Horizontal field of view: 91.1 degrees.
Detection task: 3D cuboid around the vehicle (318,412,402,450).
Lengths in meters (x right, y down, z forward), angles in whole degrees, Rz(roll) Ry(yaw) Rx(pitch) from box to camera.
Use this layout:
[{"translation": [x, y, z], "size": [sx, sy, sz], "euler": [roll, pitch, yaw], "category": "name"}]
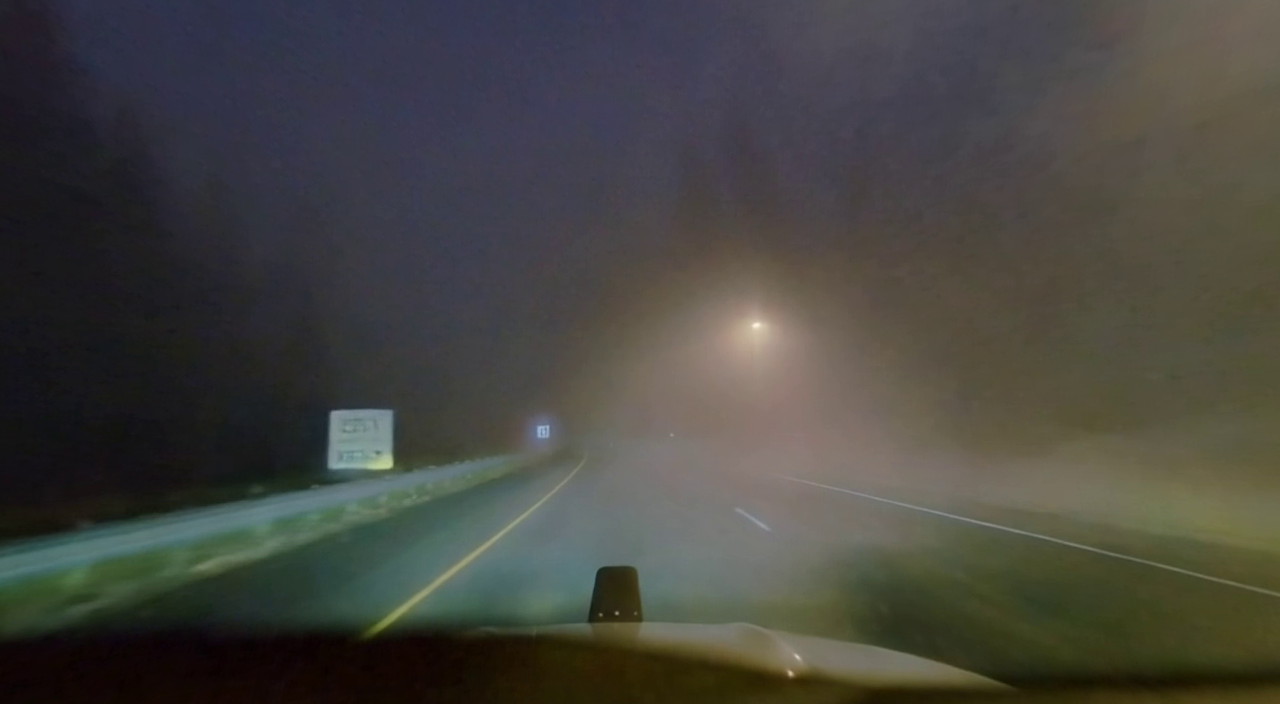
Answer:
[{"translation": [-13.674, 3.923, 31.090], "size": [2.059, 1.745, 4.882], "euler": [0, -8, -2], "category": "vehicle"}]
